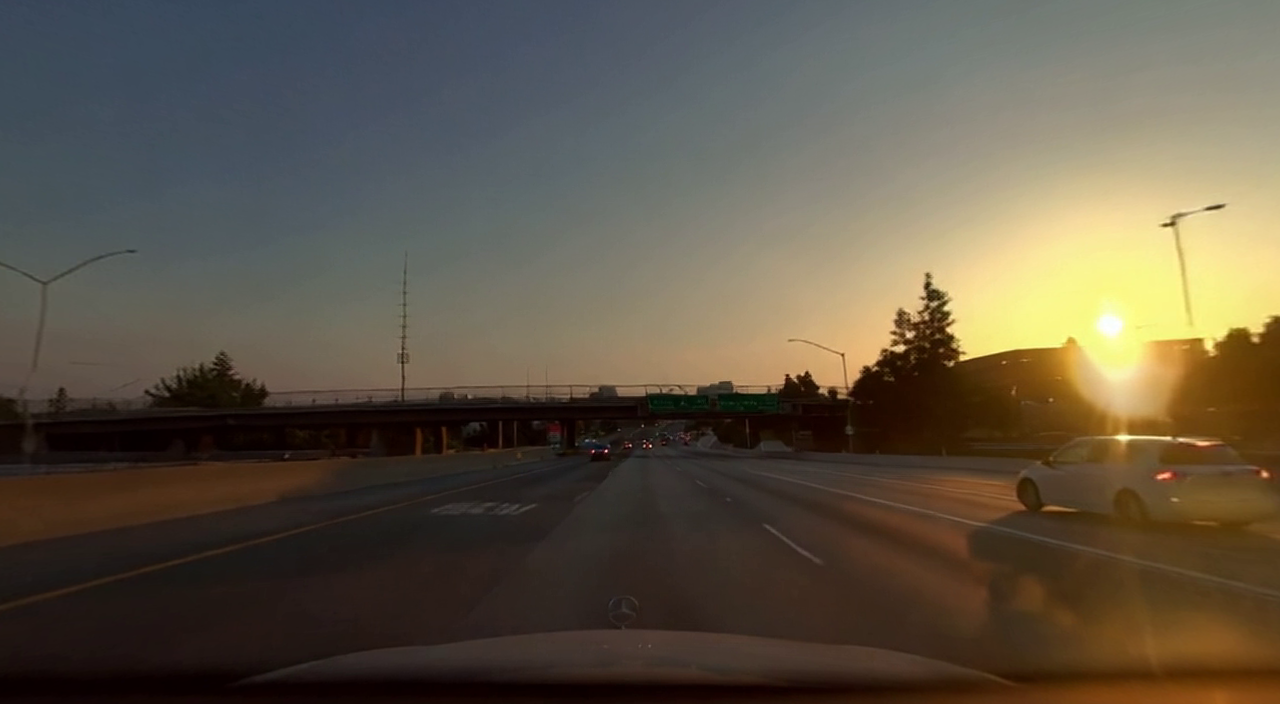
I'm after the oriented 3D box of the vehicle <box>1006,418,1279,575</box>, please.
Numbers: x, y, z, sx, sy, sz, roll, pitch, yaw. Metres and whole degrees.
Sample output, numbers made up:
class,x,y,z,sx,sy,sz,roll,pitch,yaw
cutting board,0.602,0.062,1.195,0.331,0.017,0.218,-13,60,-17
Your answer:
class,x,y,z,sx,sy,sz,roll,pitch,yaw
vehicle,7.619,1.832,8.831,2.032,1.601,4.863,0,-8,0
